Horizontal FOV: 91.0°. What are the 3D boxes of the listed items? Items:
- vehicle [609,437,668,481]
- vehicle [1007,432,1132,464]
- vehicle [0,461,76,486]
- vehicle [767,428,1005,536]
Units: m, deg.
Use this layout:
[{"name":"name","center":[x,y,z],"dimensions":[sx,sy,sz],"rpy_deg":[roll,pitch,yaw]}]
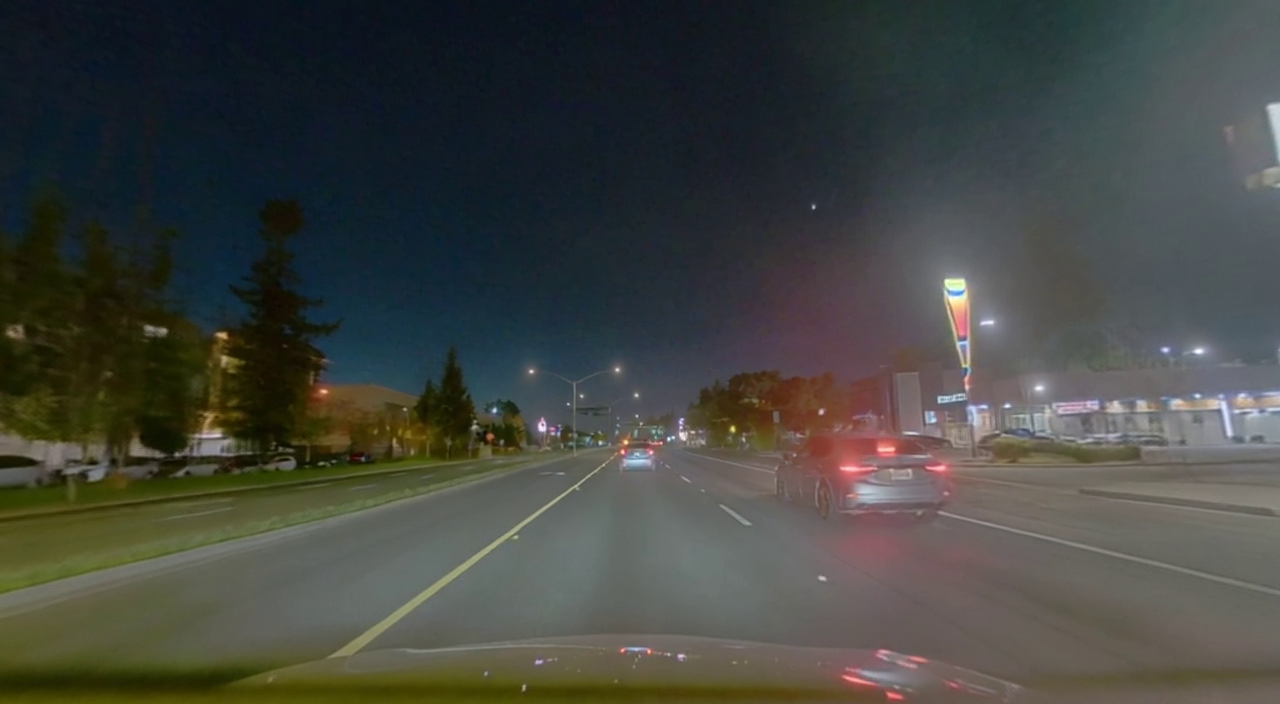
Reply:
[{"name":"vehicle","center":[-0.085,3.888,23.113],"dimensions":[1.998,1.452,3.773],"rpy_deg":[0,-9,-1]},{"name":"vehicle","center":[21.700,4.881,31.967],"dimensions":[4.763,1.544,2.047],"rpy_deg":[0,-9,1]},{"name":"vehicle","center":[-41.684,8.274,42.999],"dimensions":[1.833,1.478,4.769],"rpy_deg":[0,-9,-1]},{"name":"vehicle","center":[3.856,2.142,11.025],"dimensions":[2.153,1.456,4.705],"rpy_deg":[0,-9,-2]}]
